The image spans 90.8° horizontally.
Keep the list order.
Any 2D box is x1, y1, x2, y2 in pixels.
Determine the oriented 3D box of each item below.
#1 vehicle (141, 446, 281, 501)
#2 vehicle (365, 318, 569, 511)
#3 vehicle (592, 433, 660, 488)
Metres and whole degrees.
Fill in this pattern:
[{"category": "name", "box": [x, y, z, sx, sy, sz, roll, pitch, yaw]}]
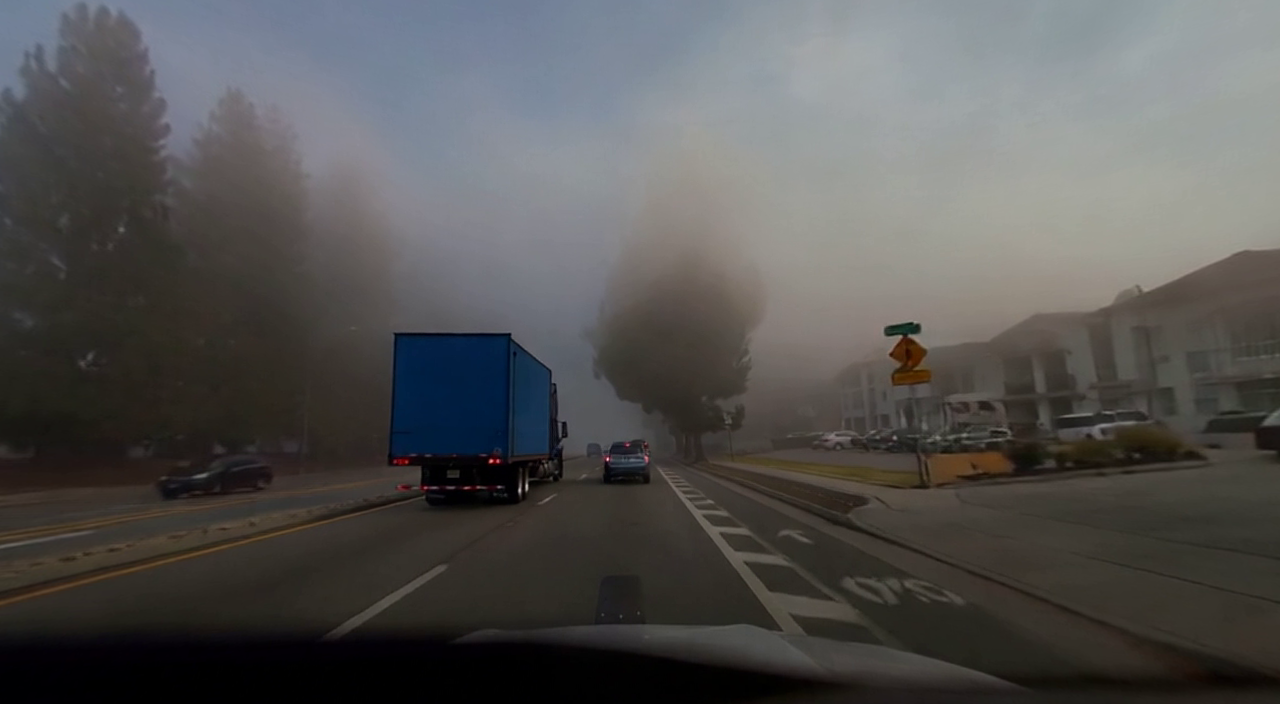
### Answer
[{"category": "vehicle", "box": [-15.526, 4.363, 23.244, 1.987, 1.711, 4.578, -3, -8, 0]}, {"category": "vehicle", "box": [-4.061, 2.002, 18.024, 2.996, 3.902, 10.410, 0, -8, -1]}, {"category": "vehicle", "box": [-0.466, 3.628, 21.423, 2.094, 1.682, 3.866, 0, -9, -1]}]
